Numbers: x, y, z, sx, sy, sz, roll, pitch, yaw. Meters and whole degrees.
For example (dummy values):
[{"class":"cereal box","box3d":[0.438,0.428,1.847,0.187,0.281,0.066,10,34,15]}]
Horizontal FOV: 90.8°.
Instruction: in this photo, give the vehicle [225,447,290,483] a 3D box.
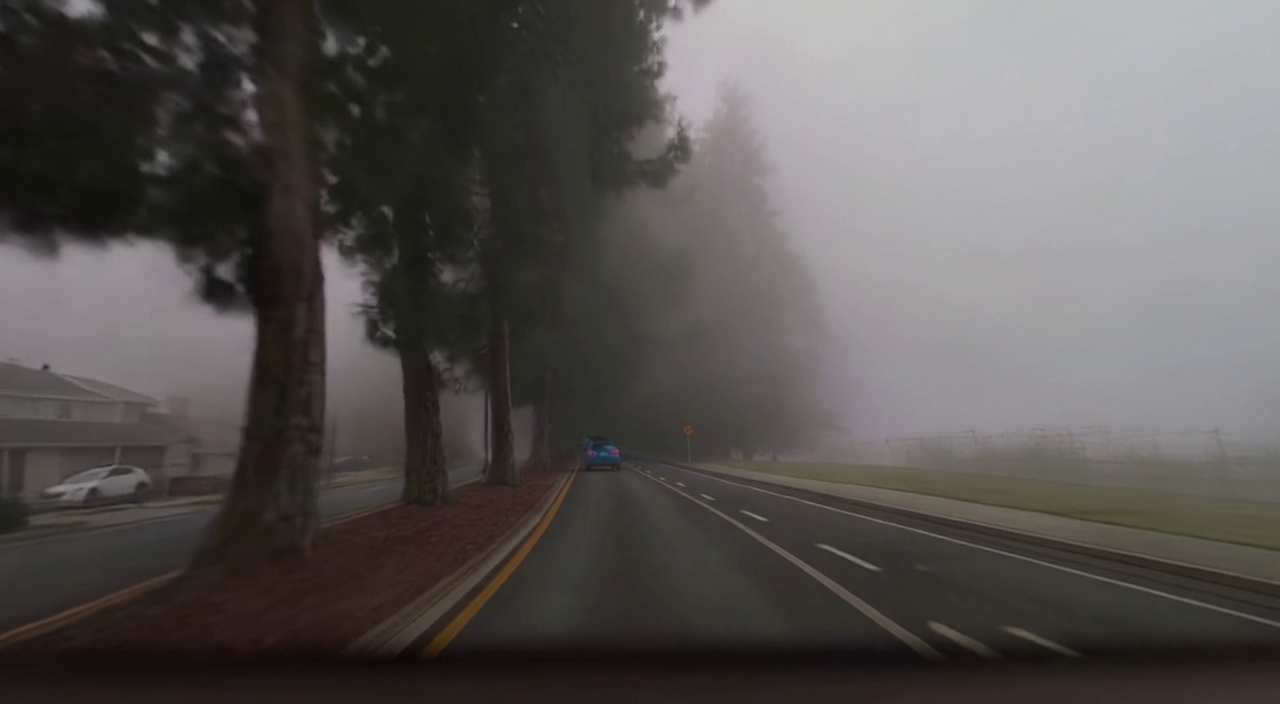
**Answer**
[{"class":"vehicle","box3d":[-24.508,7.197,40.721,2.076,2.085,5.241,3,-9,-15]}]

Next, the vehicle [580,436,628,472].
[{"class":"vehicle","box3d":[-1.890,5.138,31.983,2.216,1.708,4.110,1,-9,-5]}]

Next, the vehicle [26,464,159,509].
[{"class":"vehicle","box3d":[-21.400,5.219,24.979,1.792,1.471,4.511,1,-9,-10]}]
